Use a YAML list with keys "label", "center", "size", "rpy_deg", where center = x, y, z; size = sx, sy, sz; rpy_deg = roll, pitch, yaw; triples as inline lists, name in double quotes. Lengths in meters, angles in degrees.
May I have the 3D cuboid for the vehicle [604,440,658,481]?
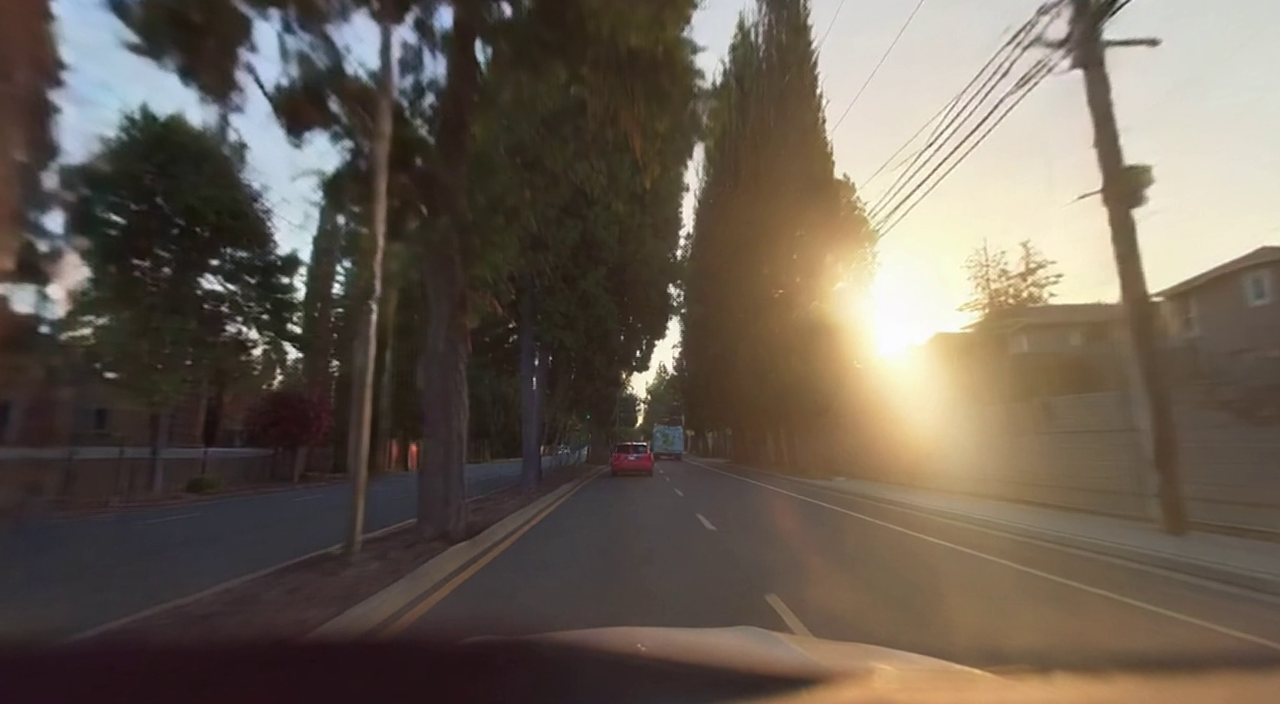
- label: "vehicle"
  center: [-0.345, 4.348, 25.702]
  size: [2.018, 1.511, 3.993]
  rpy_deg: [0, -8, 0]
